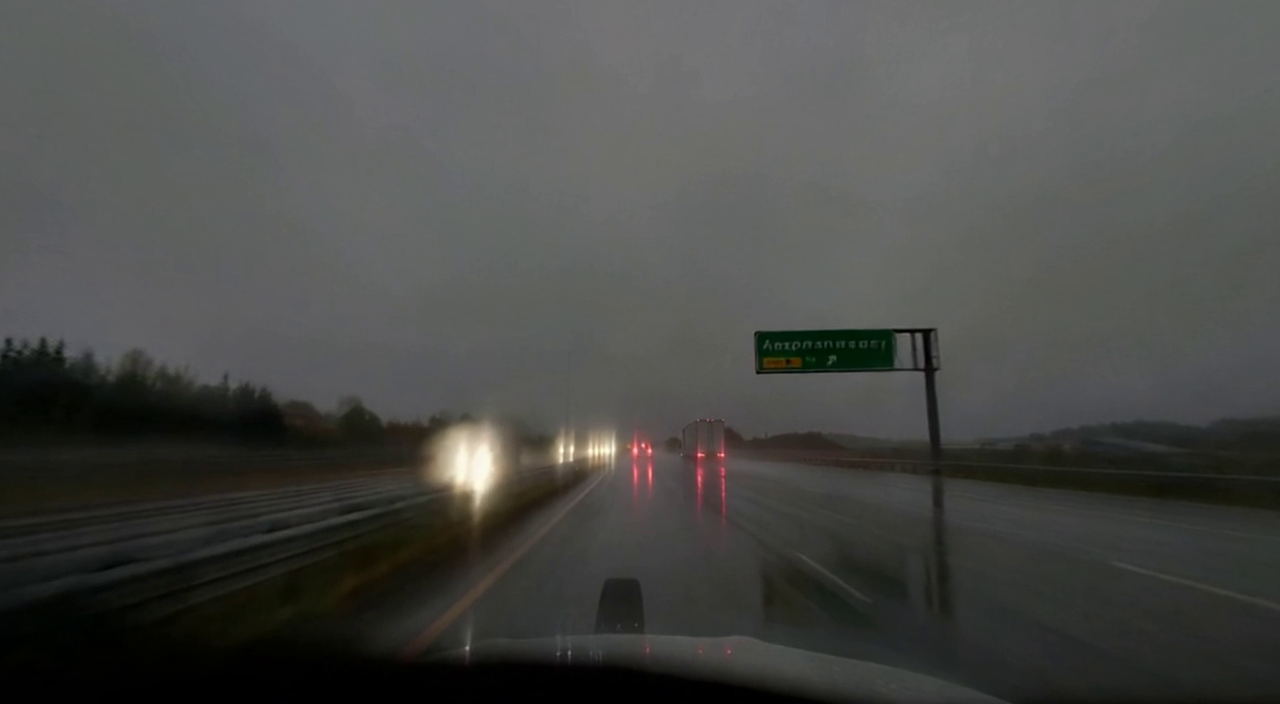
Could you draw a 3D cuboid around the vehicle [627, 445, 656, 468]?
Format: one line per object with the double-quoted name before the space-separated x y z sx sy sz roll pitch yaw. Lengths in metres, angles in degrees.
"vehicle" 0.084 7.628 45.941 2.024 1.579 3.707 -1 -9 0
